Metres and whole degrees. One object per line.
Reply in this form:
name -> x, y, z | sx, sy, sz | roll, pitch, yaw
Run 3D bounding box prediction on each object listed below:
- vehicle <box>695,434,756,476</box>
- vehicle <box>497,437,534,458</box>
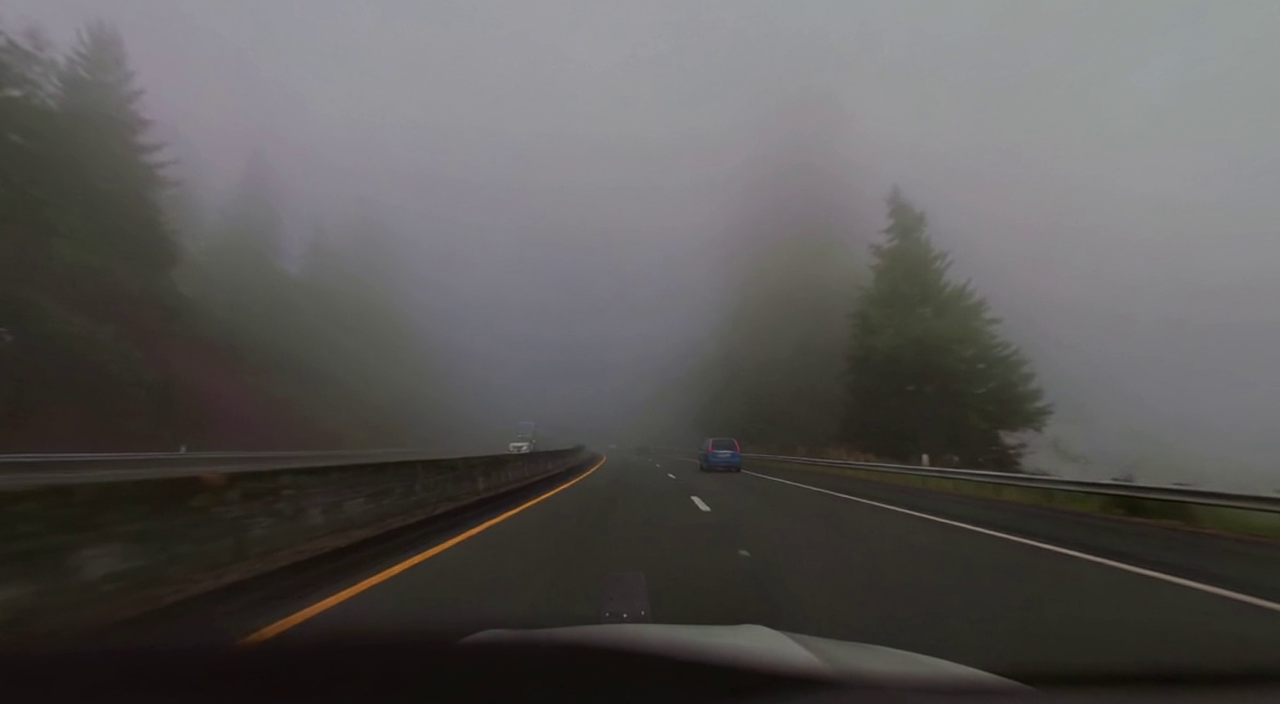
vehicle -> 3.771, 4.646, 28.540 | 2.079, 1.729, 4.380 | 0, -8, -1
vehicle -> -9.148, 7.046, 46.614 | 1.866, 1.493, 3.855 | 0, -8, 1
